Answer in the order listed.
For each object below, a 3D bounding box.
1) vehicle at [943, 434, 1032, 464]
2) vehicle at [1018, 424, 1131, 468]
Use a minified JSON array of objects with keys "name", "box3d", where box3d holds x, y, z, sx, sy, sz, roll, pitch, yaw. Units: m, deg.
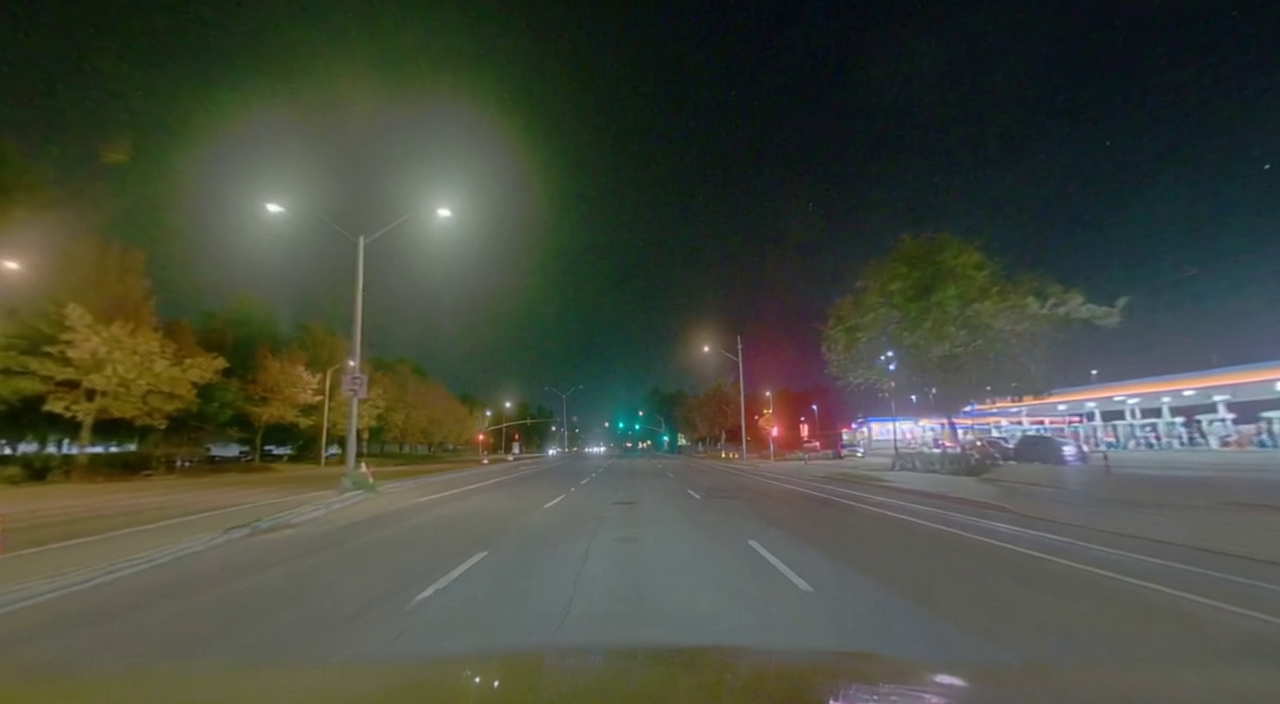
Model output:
[{"name":"vehicle","box3d":[17.926,5.049,32.921,1.912,1.452,4.796,0,-8,0]},{"name":"vehicle","box3d":[22.978,4.946,33.740,2.094,1.937,5.262,-3,-5,-2]}]
